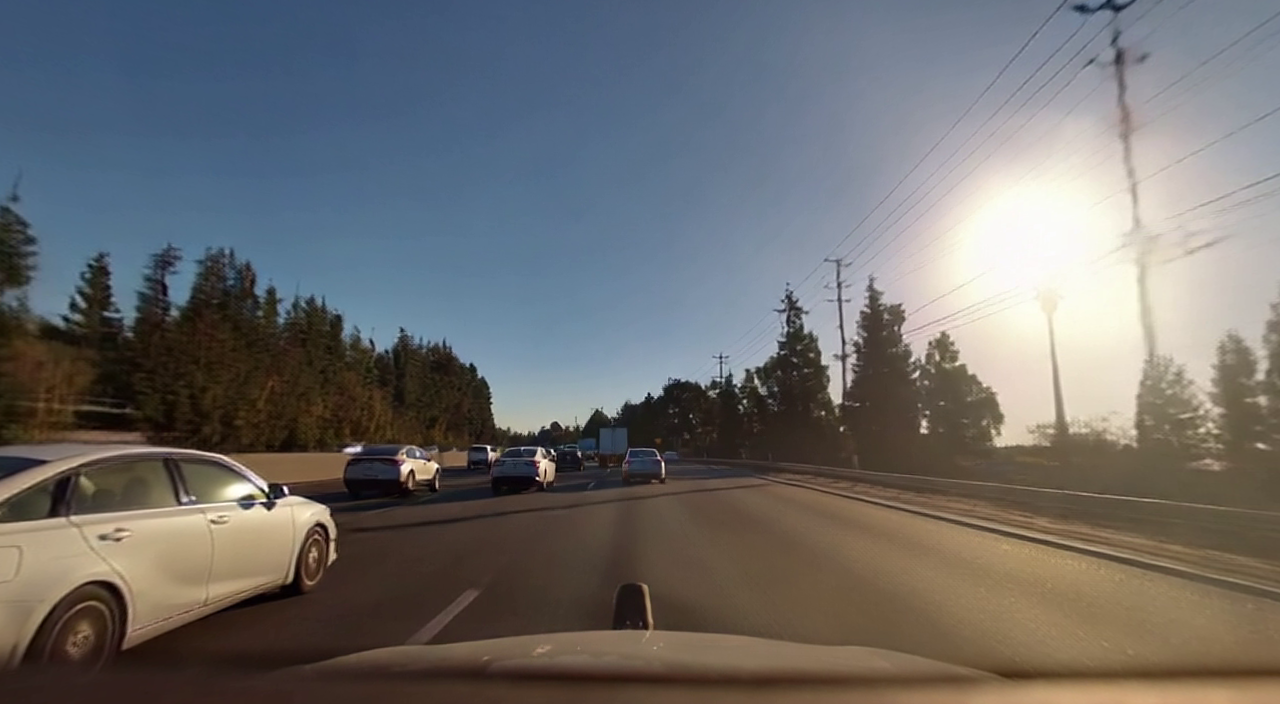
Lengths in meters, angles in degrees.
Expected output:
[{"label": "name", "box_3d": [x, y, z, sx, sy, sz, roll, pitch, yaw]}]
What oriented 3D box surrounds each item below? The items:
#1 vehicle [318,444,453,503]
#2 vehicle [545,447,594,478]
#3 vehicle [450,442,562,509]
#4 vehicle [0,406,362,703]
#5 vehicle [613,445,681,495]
[{"label": "vehicle", "box_3d": [-7.046, 3.389, 18.065, 1.867, 1.445, 4.499, 0, -9, 2]}, {"label": "vehicle", "box_3d": [-3.496, 5.562, 32.041, 2.013, 1.437, 3.801, 0, -9, 0]}, {"label": "vehicle", "box_3d": [-3.254, 3.078, 16.188, 1.912, 1.464, 4.115, 0, -9, 1]}, {"label": "vehicle", "box_3d": [-3.645, 1.163, 3.823, 1.883, 1.500, 4.373, 0, -9, 1]}, {"label": "vehicle", "box_3d": [0.180, 3.873, 21.186, 2.018, 1.470, 4.491, 0, -9, -1]}]
